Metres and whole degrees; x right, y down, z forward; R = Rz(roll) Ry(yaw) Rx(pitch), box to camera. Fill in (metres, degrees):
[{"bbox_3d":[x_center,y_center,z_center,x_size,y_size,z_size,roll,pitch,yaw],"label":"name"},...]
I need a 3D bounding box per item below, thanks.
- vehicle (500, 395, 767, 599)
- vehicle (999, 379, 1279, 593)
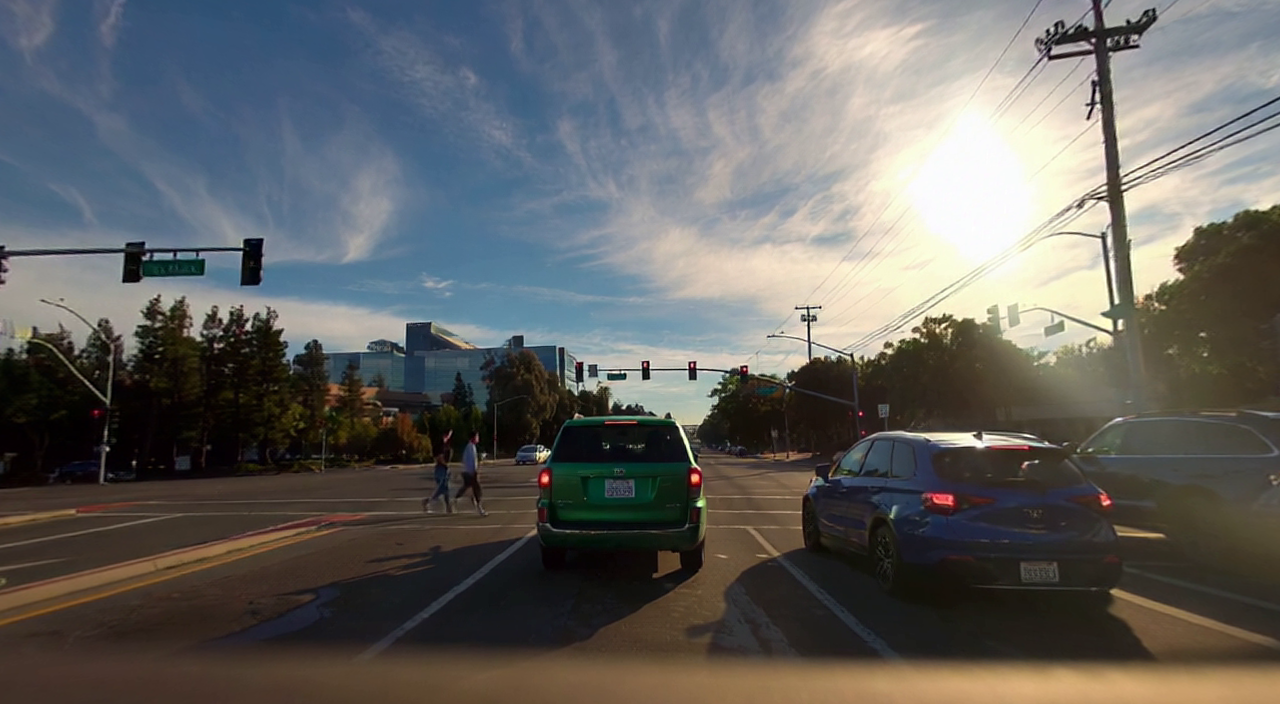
[{"bbox_3d":[-0.087,1.565,7.639,2.285,1.729,4.252,0,-9,-1],"label":"vehicle"},{"bbox_3d":[6.595,1.420,7.217,2.119,1.827,4.806,0,-9,0],"label":"vehicle"}]
